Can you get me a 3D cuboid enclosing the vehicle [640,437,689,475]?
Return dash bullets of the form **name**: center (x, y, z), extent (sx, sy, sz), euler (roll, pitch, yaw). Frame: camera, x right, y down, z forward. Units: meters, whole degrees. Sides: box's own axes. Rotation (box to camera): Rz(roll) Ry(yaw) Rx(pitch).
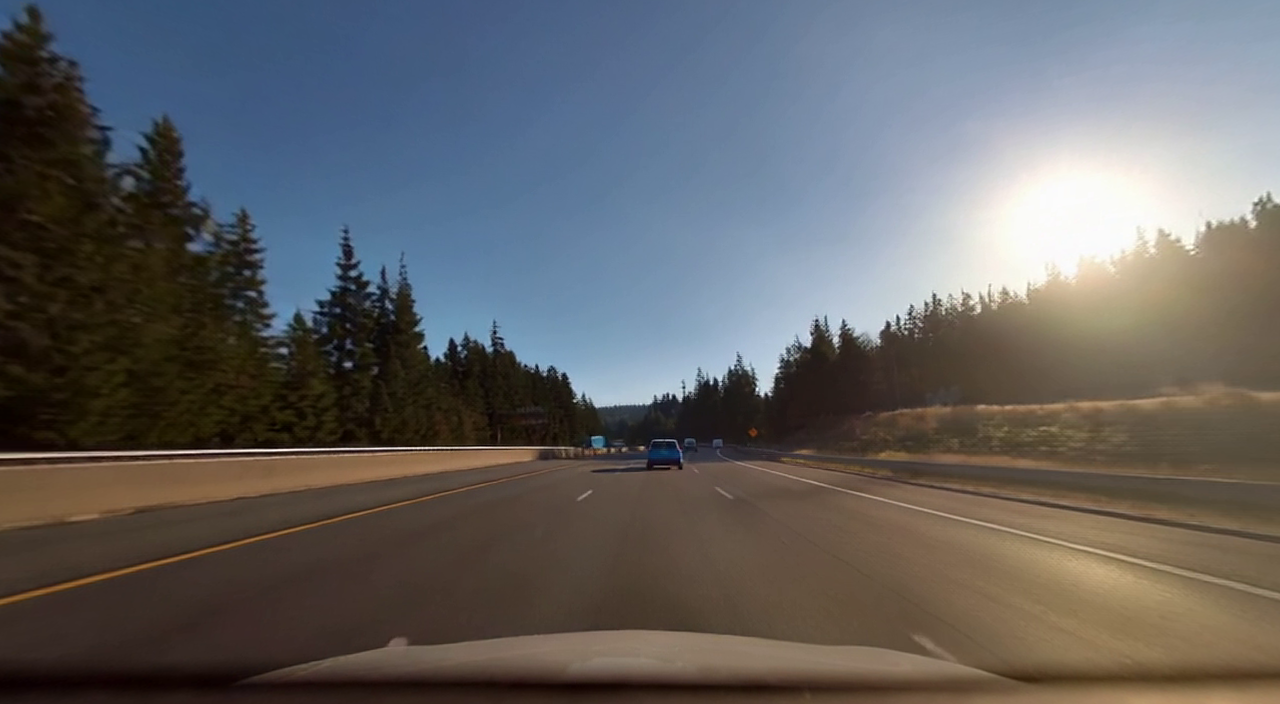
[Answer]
- **vehicle**: center (1.129, 4.882, 29.701), extent (2.133, 1.686, 4.203), euler (0, -8, 2)
